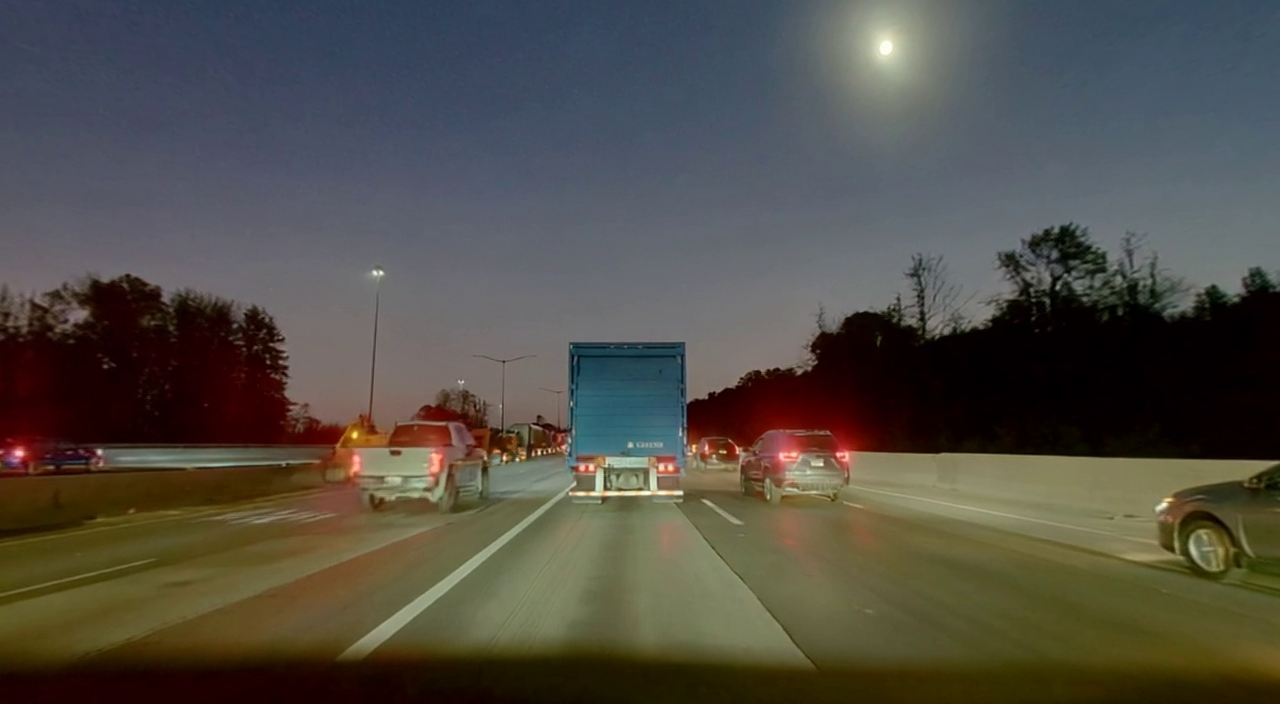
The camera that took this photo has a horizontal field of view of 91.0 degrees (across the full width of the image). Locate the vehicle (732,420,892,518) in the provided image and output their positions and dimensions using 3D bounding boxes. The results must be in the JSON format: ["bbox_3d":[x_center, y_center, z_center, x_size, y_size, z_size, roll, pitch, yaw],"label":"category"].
[{"bbox_3d":[3.387,2.410,13.387,2.103,1.713,4.173,1,-9,-2],"label":"vehicle"}]

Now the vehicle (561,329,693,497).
[{"bbox_3d":[-0.475,2.170,19.862,3.067,3.940,10.154,1,-9,-2],"label":"vehicle"}]

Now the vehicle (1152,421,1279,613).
[{"bbox_3d":[6.724,1.256,4.283,2.070,1.632,4.774,2,-9,-8],"label":"vehicle"}]

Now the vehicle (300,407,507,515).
[{"bbox_3d":[-5.005,2.465,14.667,2.421,1.965,5.980,0,-9,1],"label":"vehicle"}]

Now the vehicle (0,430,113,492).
[{"bbox_3d":[-21.331,3.734,22.014,4.632,1.852,2.033,0,-8,16],"label":"vehicle"}]
